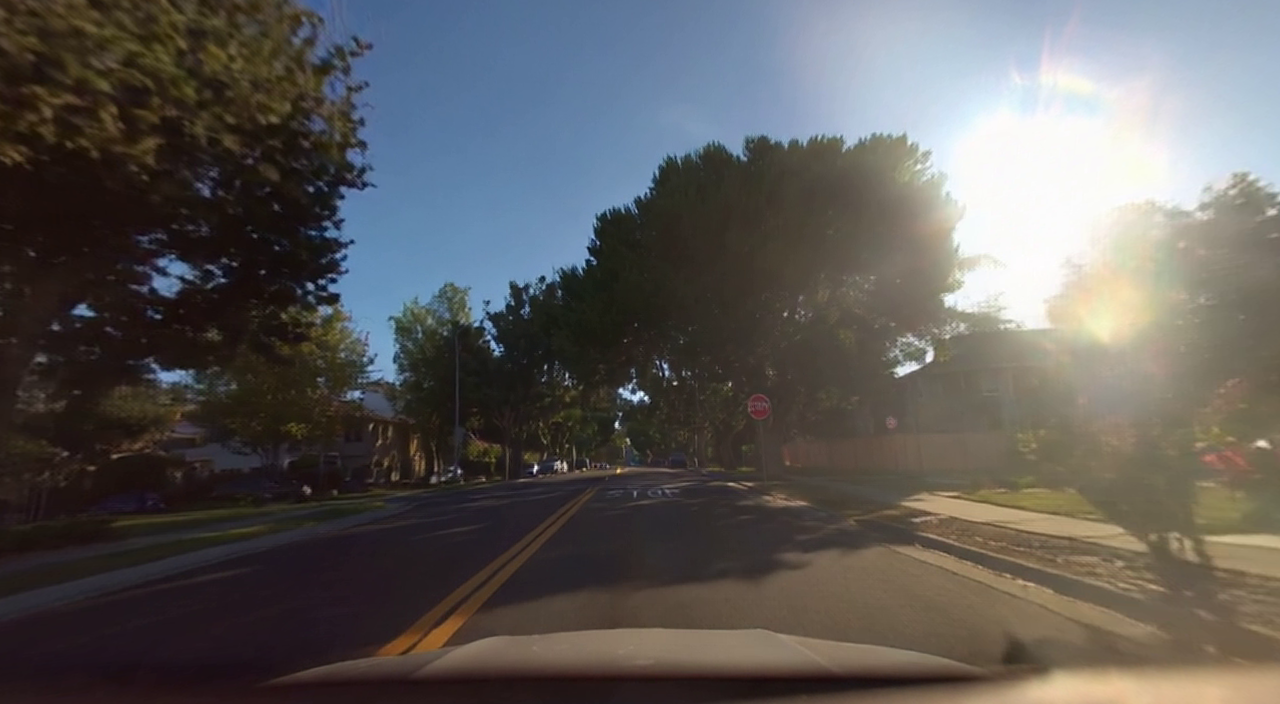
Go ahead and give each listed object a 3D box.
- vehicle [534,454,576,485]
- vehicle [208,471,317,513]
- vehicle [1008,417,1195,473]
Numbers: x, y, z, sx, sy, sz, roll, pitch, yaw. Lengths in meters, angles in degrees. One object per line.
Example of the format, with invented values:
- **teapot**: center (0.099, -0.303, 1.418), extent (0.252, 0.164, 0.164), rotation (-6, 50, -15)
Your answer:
- **vehicle**: center (-6.021, 8.424, 45.459), extent (2.149, 1.823, 4.613), rotation (-6, -9, 1)
- **vehicle**: center (-18.516, 6.875, 31.078), extent (4.274, 1.626, 2.093), rotation (-6, -9, 11)
- **vehicle**: center (16.758, 3.442, 23.247), extent (4.982, 1.874, 2.133), rotation (-3, -9, 12)
